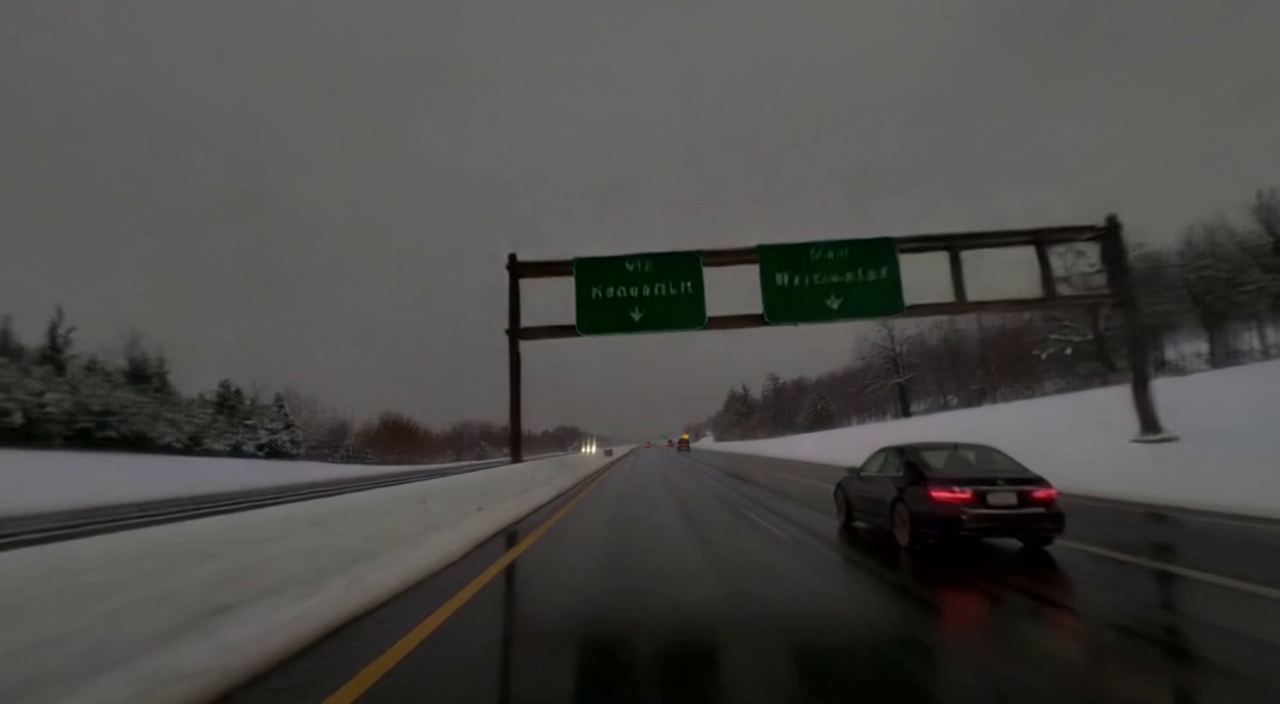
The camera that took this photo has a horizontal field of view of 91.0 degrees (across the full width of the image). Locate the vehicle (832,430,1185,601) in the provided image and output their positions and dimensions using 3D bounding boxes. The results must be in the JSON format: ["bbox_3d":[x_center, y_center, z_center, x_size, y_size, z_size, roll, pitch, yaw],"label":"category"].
[{"bbox_3d":[3.679,1.645,7.242,1.683,1.400,3.868,0,-8,0],"label":"vehicle"}]
